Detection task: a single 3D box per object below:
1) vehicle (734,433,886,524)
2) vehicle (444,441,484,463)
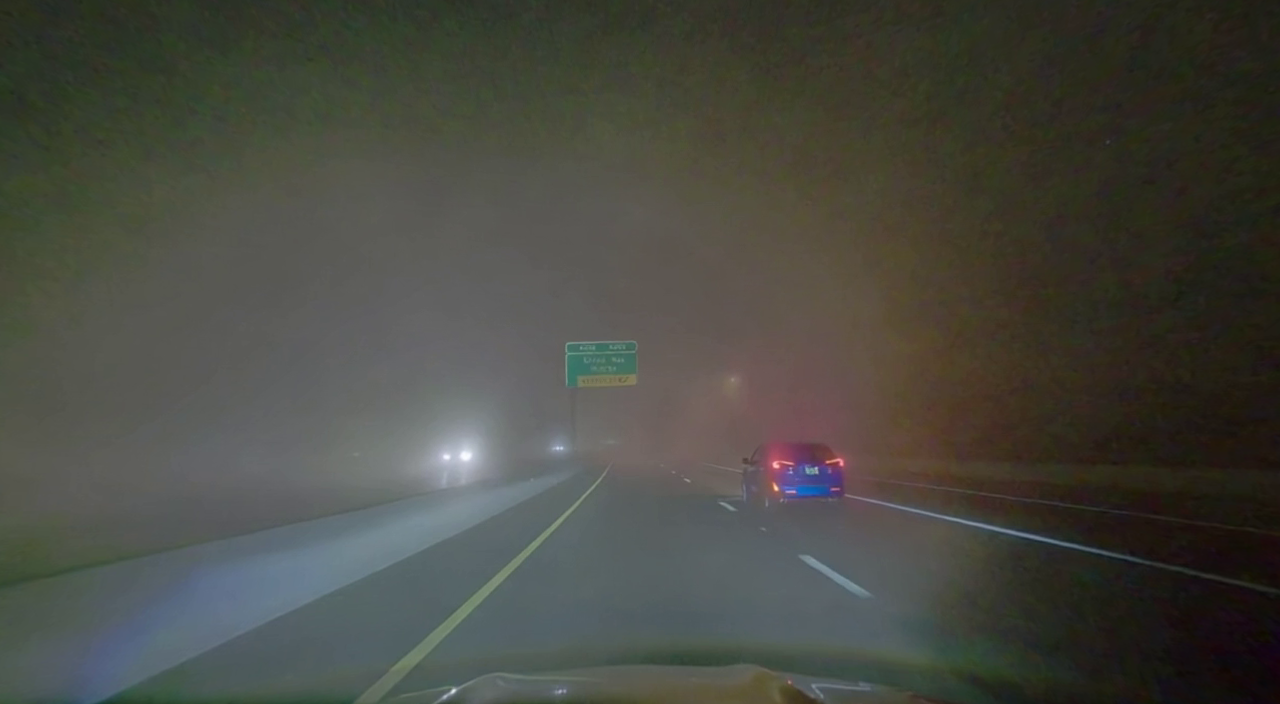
[{"bbox_3d":[3.405,2.632,13.563,2.002,1.604,4.265,0,-9,-1],"label":"vehicle"},{"bbox_3d":[-12.966,7.405,46.444,1.859,1.584,3.912,0,-9,-1],"label":"vehicle"}]
